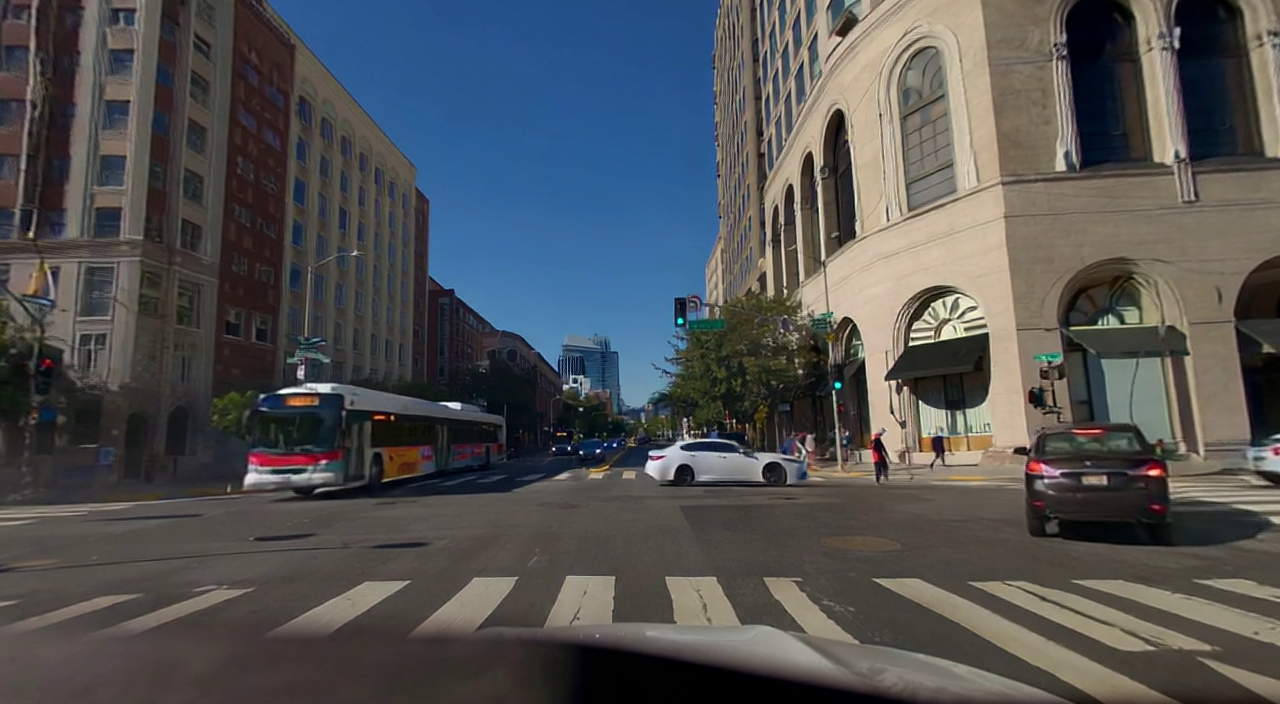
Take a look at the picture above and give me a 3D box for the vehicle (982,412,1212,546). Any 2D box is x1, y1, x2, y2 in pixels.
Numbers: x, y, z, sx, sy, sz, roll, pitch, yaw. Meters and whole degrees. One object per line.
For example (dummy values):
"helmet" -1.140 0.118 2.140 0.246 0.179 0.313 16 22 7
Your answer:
"vehicle" 6.433 1.777 9.489 2.006 1.495 4.271 -4 -9 26

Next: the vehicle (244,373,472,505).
"vehicle" -8.713 3.009 21.577 2.916 3.427 10.189 0 -8 1

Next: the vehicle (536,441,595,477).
"vehicle" -3.128 4.606 27.422 1.904 1.402 4.759 0 -8 1

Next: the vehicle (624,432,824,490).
"vehicle" 2.408 3.184 18.525 5.388 1.465 2.050 -5 -8 27
